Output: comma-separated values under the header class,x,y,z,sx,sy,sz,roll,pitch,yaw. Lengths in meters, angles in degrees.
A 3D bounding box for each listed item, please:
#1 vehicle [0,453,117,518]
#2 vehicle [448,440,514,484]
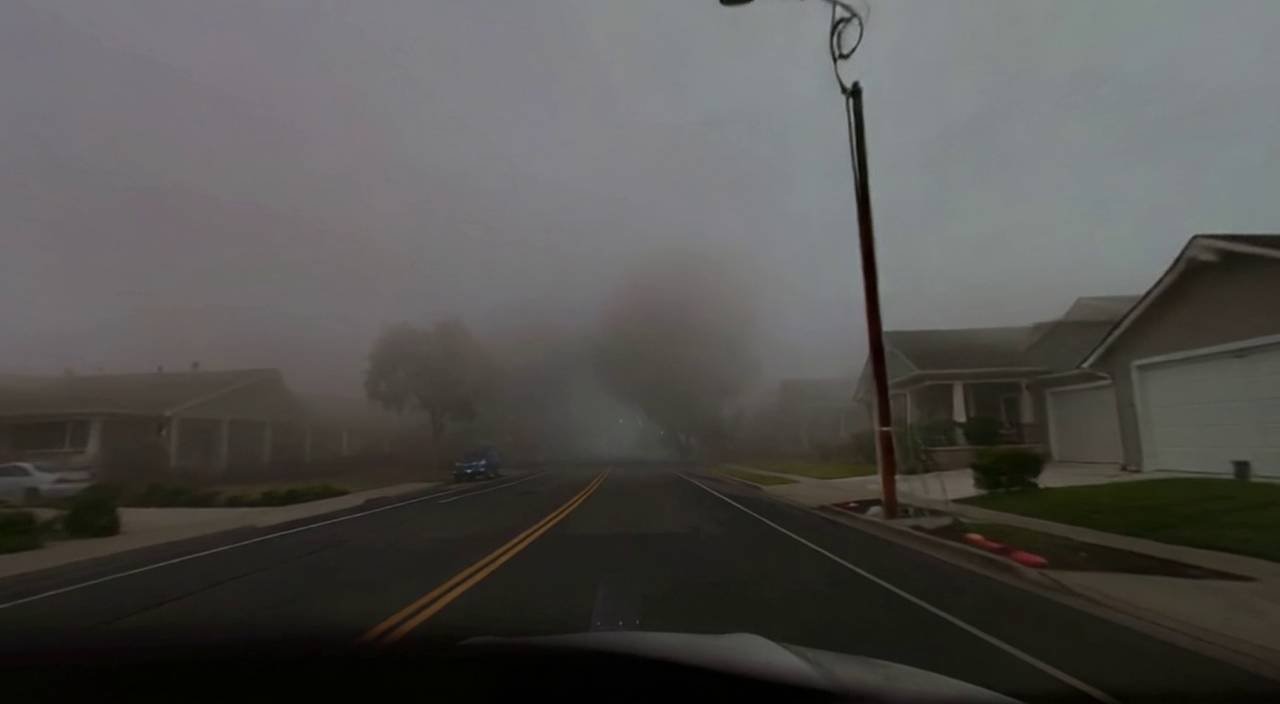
class,x,y,z,sx,sy,sz,roll,pitch,yaw
vehicle,-19.192,4.172,19.831,1.961,1.772,4.253,-4,-8,0
vehicle,-7.632,5.296,30.751,2.209,1.807,4.432,-4,-8,-3
